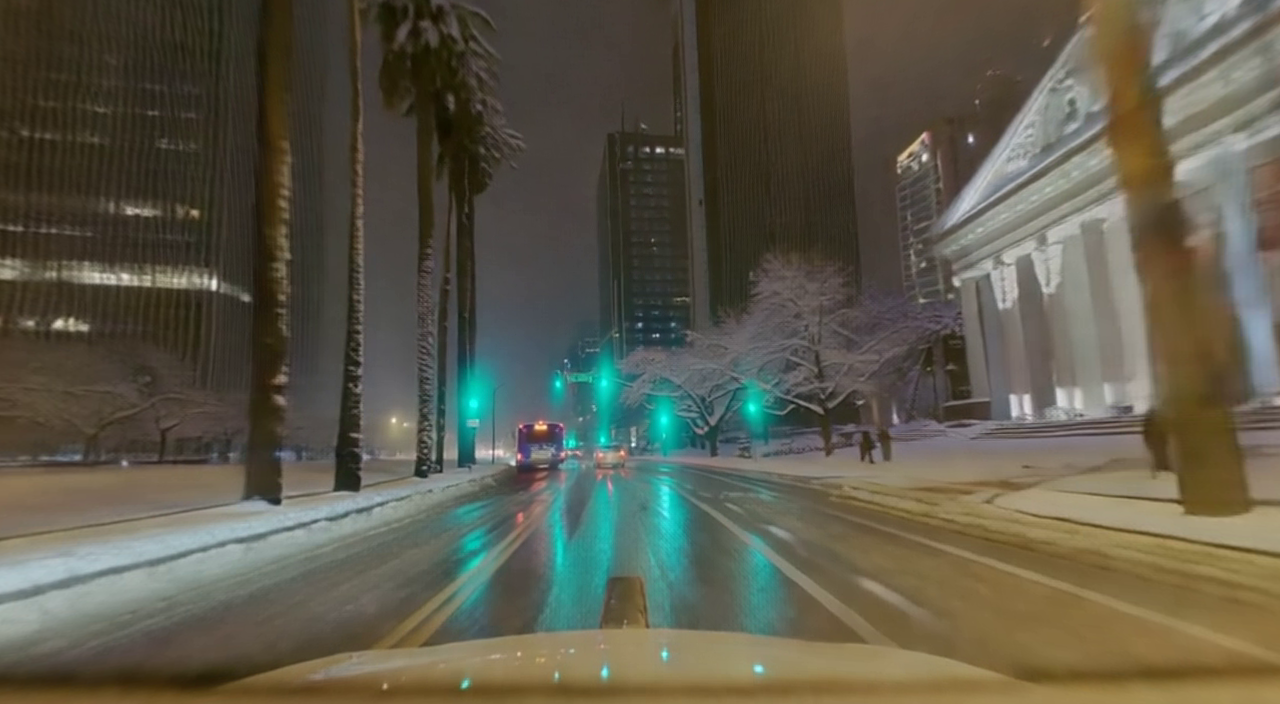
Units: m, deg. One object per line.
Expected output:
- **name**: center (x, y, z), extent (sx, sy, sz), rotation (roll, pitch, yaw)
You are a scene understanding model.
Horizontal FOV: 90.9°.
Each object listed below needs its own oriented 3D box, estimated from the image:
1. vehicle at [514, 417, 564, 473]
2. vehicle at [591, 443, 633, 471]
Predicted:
- **vehicle**: center (-6.089, 5.761, 38.972), extent (2.678, 3.042, 8.474), rotation (1, -8, -7)
- **vehicle**: center (-1.660, 5.991, 36.199), extent (2.107, 1.481, 4.097), rotation (1, -8, -7)
